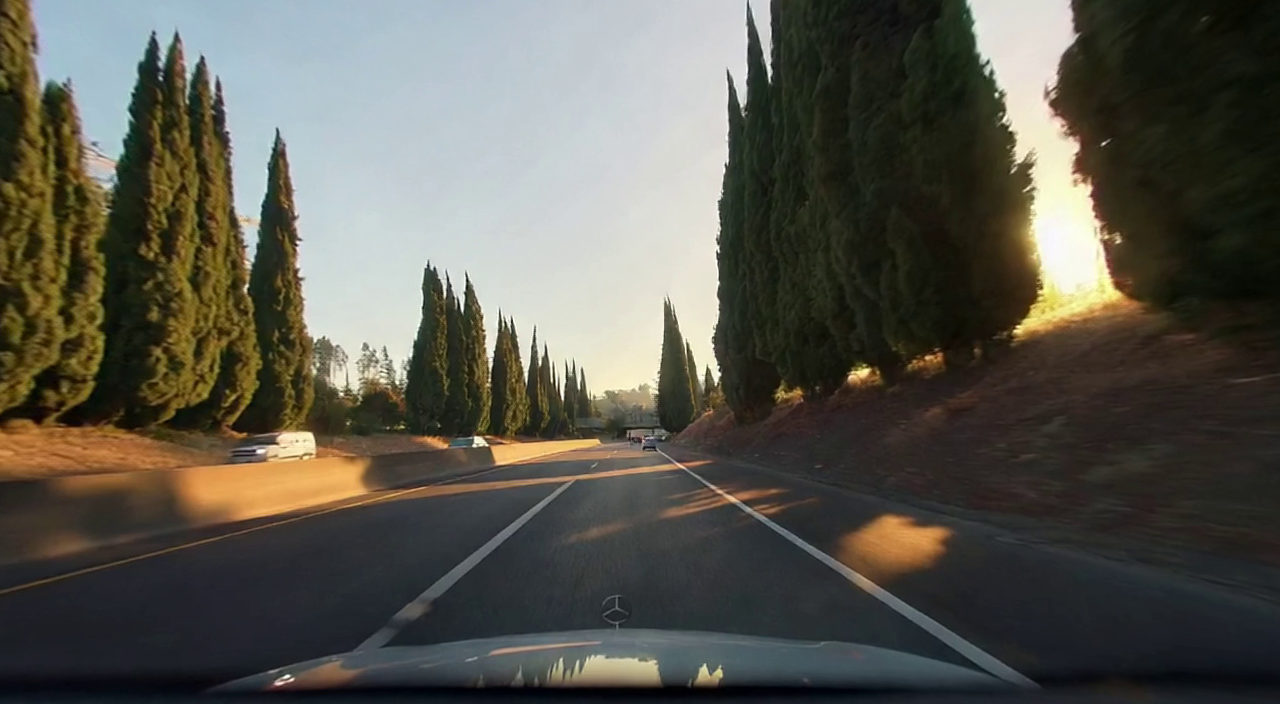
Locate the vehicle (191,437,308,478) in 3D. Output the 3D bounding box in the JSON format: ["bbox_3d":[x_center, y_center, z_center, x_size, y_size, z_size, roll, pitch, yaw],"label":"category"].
[{"bbox_3d":[-15.900,4.279,25.997,1.926,1.518,4.474,0,-8,0],"label":"vehicle"}]

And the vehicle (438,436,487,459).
[{"bbox_3d":[-12.271,6.626,43.852,2.037,1.534,4.739,0,-8,-1],"label":"vehicle"}]
